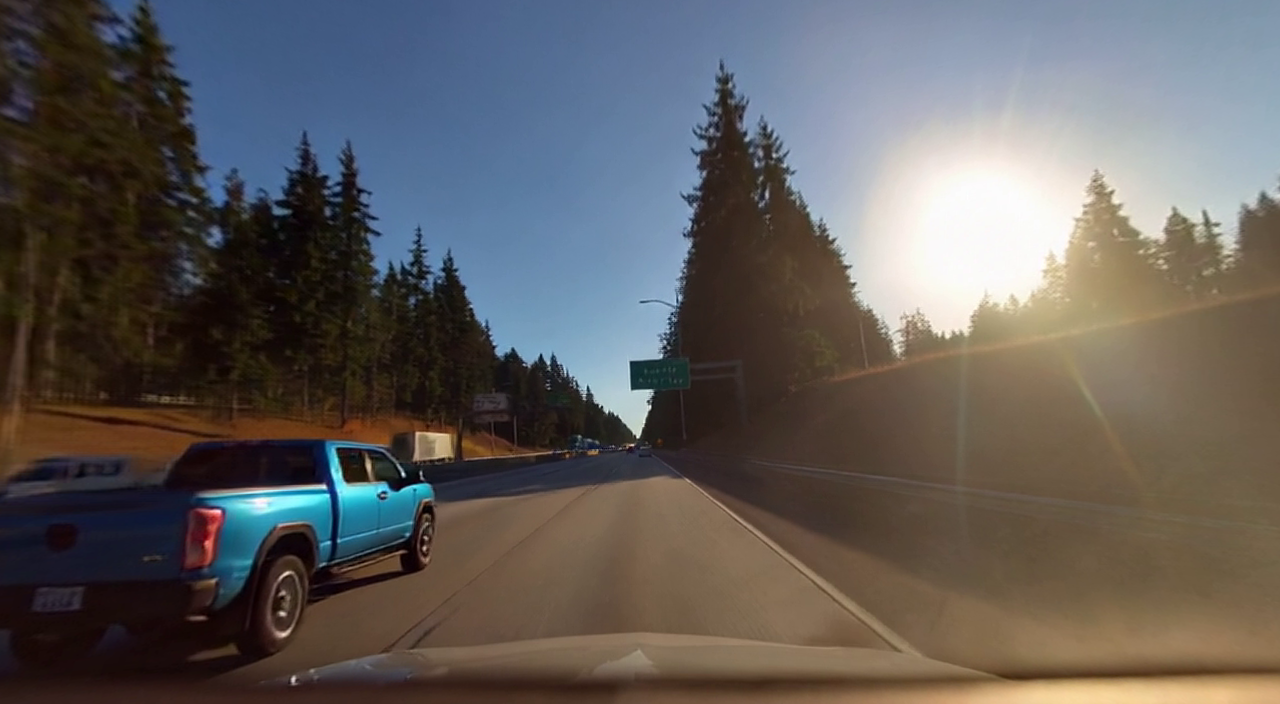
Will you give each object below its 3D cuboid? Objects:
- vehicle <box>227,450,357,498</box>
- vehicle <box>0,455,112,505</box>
[{"bbox_3d":[-14.779,5.177,27.321,2.297,1.762,5.728,0,-8,1],"label":"vehicle"},{"bbox_3d":[-23.292,4.840,23.931,2.056,1.728,5.167,-3,-9,0],"label":"vehicle"}]
